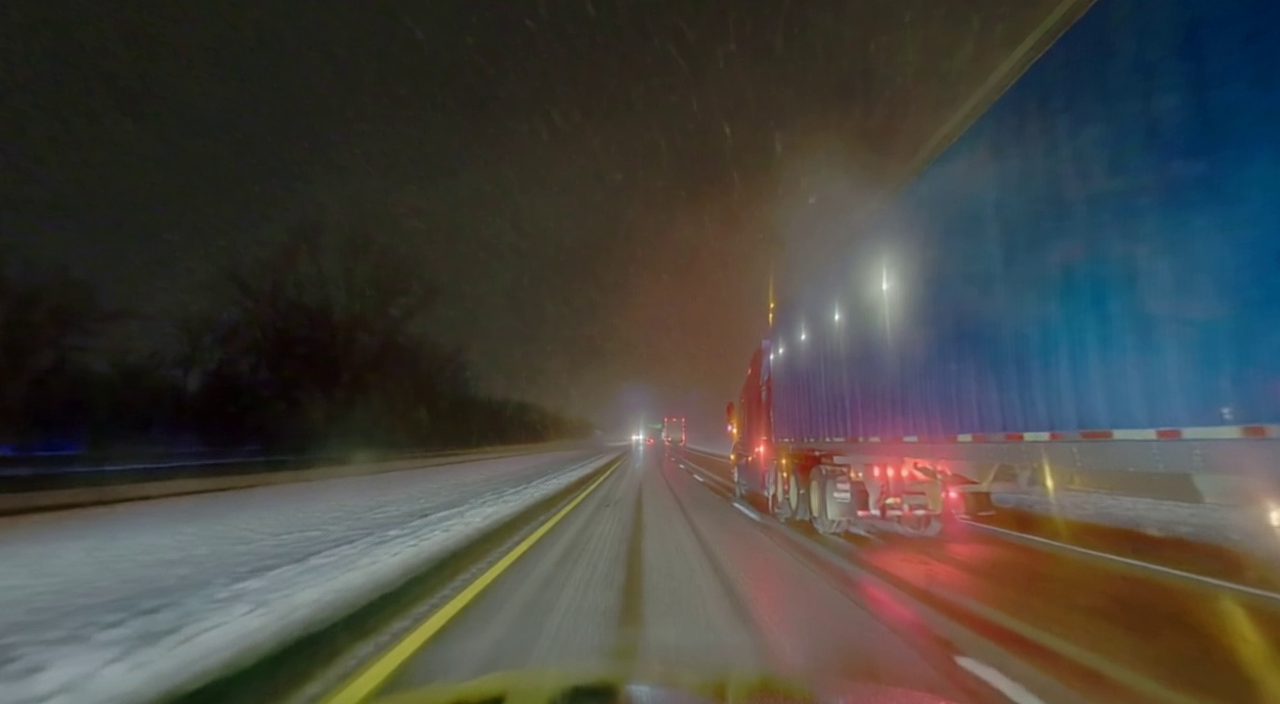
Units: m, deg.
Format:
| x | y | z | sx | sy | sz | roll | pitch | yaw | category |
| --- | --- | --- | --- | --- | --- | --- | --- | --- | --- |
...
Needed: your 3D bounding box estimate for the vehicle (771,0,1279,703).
| x | y | z | sx | sy | sz | roll | pitch | yaw | category |
| --- | --- | --- | --- | --- | --- | --- | --- | --- | --- |
| 4.065 | -0.055 | 3.714 | 2.976 | 4.114 | 16.788 | 0 | -8 | 0 | vehicle |
